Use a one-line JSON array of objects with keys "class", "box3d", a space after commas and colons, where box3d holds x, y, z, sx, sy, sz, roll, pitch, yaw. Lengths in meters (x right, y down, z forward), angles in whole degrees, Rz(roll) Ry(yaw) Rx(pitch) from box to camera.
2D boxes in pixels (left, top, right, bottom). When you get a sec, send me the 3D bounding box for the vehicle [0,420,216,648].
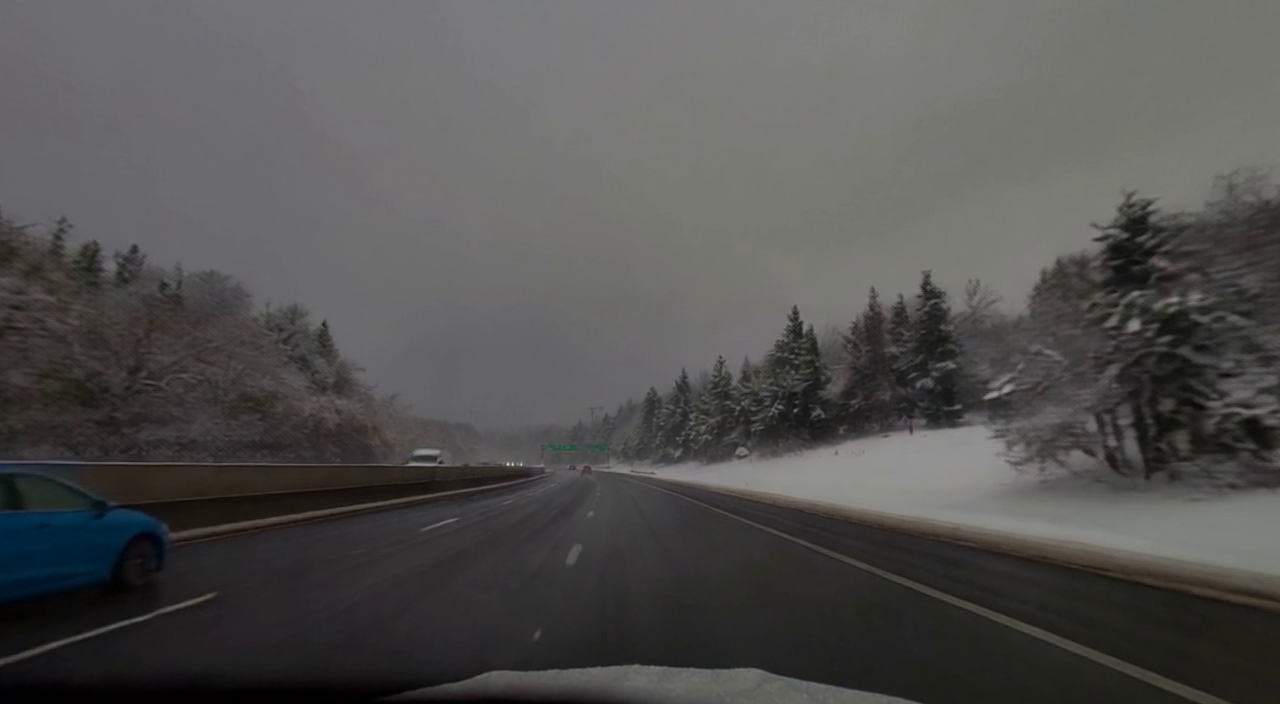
[{"class": "vehicle", "box3d": [-5.953, 1.401, 4.943, 2.194, 1.704, 4.421, 1, -10, -2]}]
